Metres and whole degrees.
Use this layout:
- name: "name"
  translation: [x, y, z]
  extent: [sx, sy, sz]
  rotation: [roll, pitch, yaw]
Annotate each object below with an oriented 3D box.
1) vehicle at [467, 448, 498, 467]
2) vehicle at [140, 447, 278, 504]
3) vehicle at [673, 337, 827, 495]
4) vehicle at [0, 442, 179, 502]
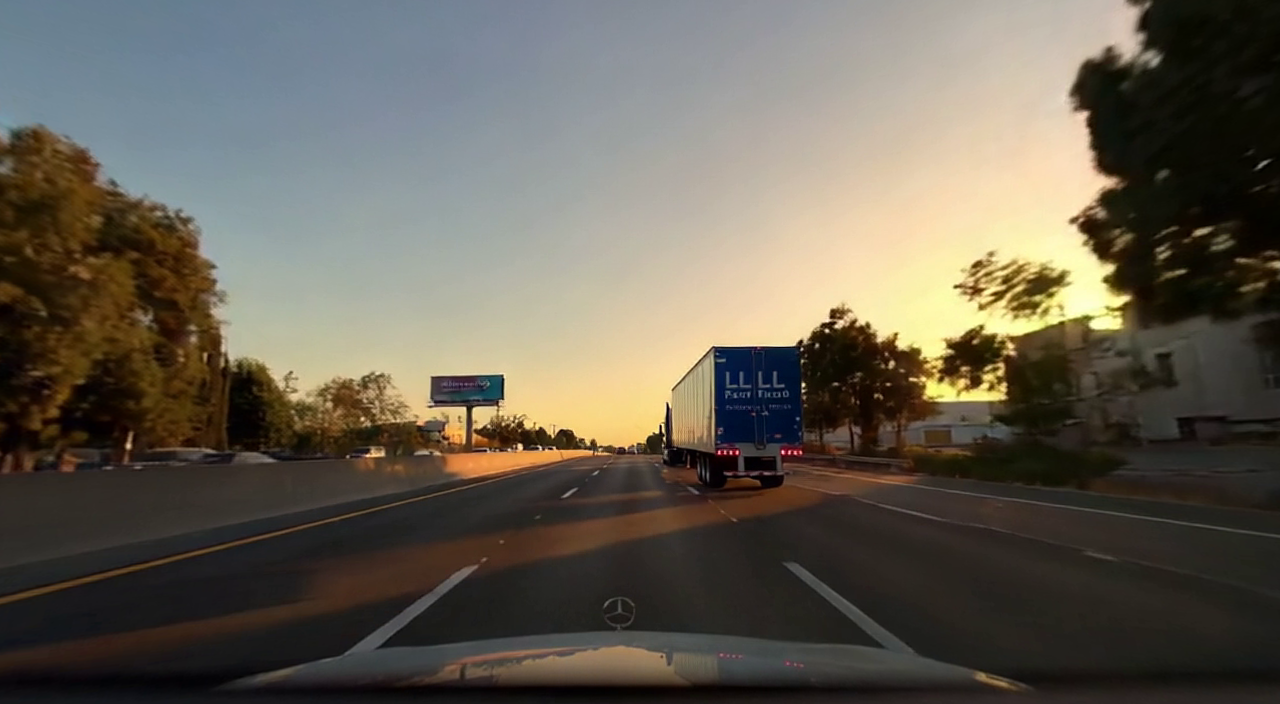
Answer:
- name: "vehicle"
  translation: [-11.533, 7.724, 46.394]
  extent: [1.439, 1.299, 3.155]
  rotation: [0, -9, -1]
- name: "vehicle"
  translation: [-10.984, 3.133, 16.367]
  extent: [1.402, 1.298, 3.116]
  rotation: [0, -9, -2]
- name: "vehicle"
  translation: [3.494, 3.044, 26.104]
  extent: [2.891, 4.387, 17.121]
  rotation: [0, -9, -1]
- name: "vehicle"
  translation: [-14.453, 3.114, 16.778]
  extent: [1.760, 1.414, 3.542]
  rotation: [0, -9, -1]
